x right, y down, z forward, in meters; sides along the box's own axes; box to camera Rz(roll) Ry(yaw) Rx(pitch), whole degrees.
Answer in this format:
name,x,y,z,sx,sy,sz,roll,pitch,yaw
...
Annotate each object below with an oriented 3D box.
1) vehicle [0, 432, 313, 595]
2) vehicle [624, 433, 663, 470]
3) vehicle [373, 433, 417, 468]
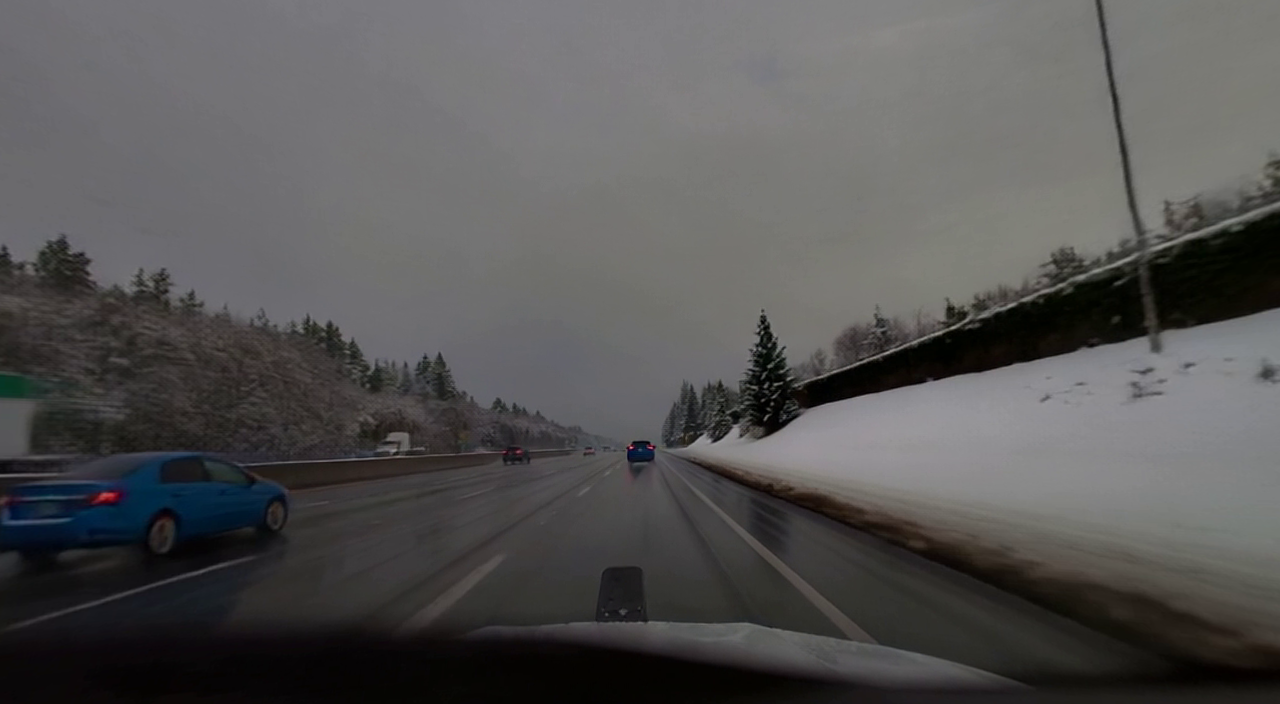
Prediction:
name,x,y,z,sx,sy,sz,roll,pitch,yaw
vehicle,-6.624,1.914,8.431,2.116,1.570,4.377,0,-8,1
vehicle,0.186,6.253,39.705,2.318,2.145,4.561,0,-8,0
vehicle,-16.658,6.709,43.009,1.677,2.162,3.235,-4,-9,2
